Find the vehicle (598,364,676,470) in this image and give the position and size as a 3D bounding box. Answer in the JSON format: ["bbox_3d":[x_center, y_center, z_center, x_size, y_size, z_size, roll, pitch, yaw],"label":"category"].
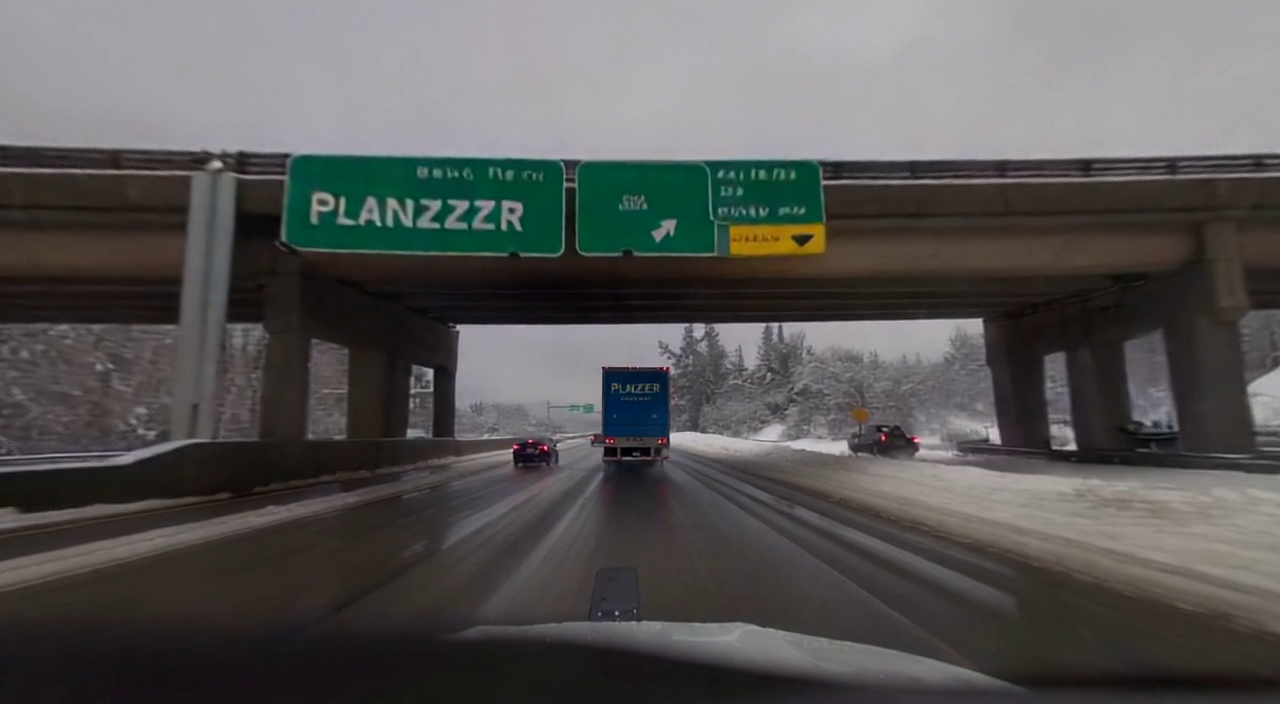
[{"bbox_3d":[-0.319,3.243,29.696,2.926,3.959,11.818,0,-8,-2],"label":"vehicle"}]

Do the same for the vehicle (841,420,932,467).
[{"bbox_3d":[10.534,3.936,27.324,2.052,1.841,4.481,0,-8,-1],"label":"vehicle"}]

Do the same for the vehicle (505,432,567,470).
[{"bbox_3d":[-4.272,4.137,26.509,1.943,1.446,4.158,0,-8,0],"label":"vehicle"}]

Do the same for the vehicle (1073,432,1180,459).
[{"bbox_3d":[28.534,5.457,37.054,1.973,1.466,4.591,7,-11,-42],"label":"vehicle"}]
